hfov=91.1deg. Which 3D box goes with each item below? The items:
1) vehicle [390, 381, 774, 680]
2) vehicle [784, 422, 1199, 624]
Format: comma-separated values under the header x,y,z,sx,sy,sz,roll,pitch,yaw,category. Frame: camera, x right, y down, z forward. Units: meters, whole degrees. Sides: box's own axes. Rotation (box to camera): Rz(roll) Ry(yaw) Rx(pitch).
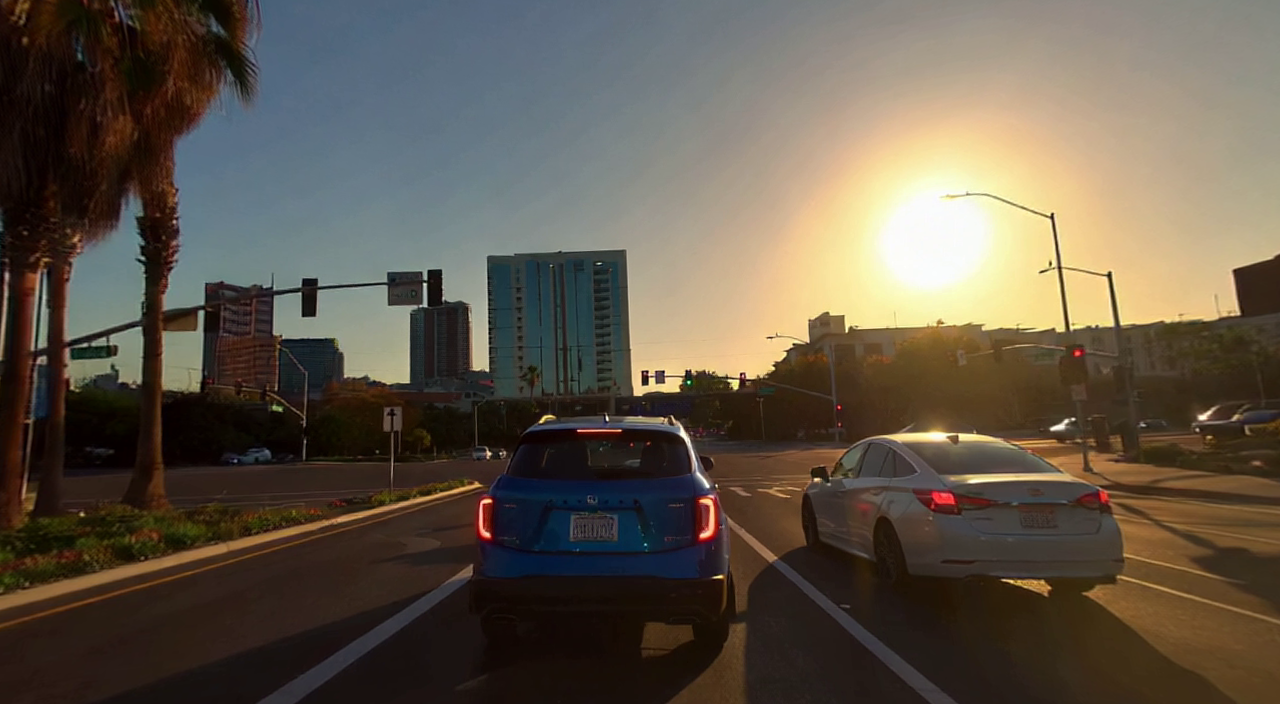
x,y,z,sx,sy,sz,roll,pitch,yaw,category
-0.332,1.315,5.682,2.172,1.694,4.055,0,-8,0,vehicle
3.128,1.606,6.957,1.971,1.473,4.495,0,-8,0,vehicle
